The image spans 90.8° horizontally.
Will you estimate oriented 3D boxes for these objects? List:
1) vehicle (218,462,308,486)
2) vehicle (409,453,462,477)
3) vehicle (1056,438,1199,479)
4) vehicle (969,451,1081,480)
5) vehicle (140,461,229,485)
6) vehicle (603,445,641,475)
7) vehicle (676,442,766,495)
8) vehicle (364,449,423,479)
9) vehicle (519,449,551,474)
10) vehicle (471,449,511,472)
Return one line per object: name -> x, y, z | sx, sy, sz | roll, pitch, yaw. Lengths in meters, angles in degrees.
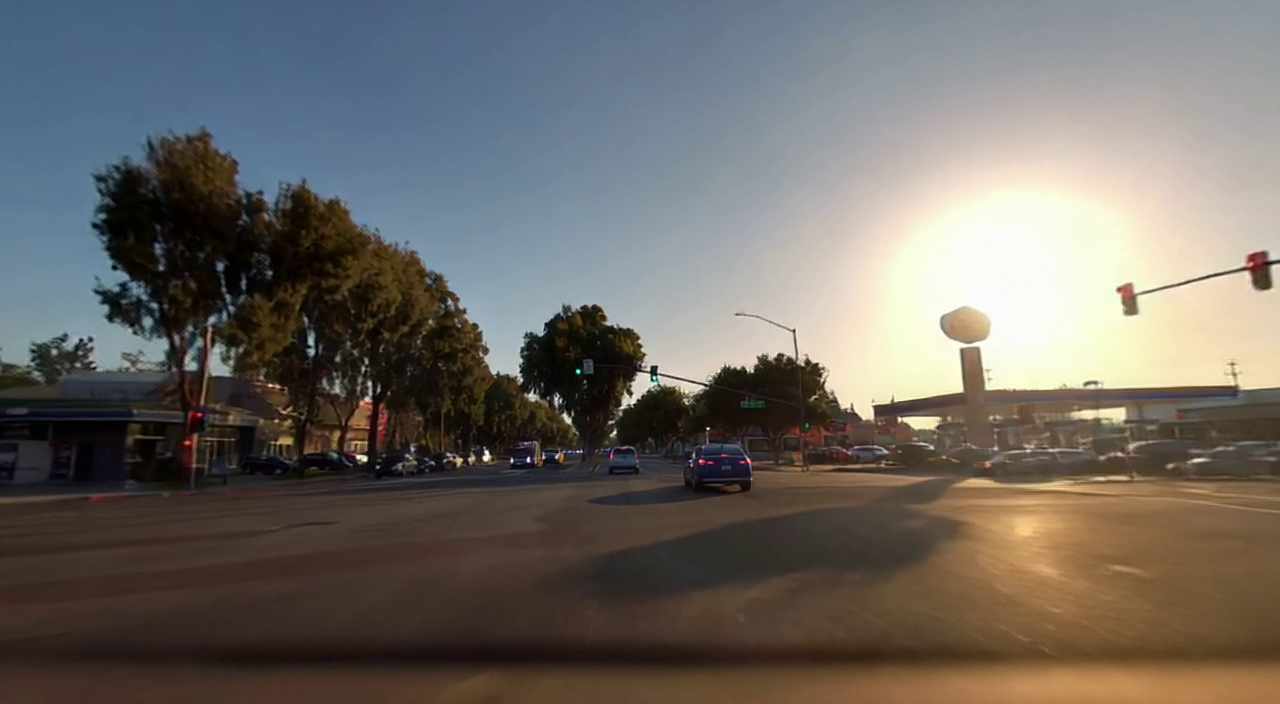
vehicle -> -23.621, 7.628, 39.679 | 4.428, 1.416, 1.759 | 0, -9, -1
vehicle -> -14.091, 7.797, 43.859 | 2.186, 1.532, 5.087 | 0, -9, -2
vehicle -> 22.365, 4.899, 29.102 | 4.950, 1.760, 2.213 | 1, -9, -8
vehicle -> 20.610, 6.083, 33.983 | 4.637, 1.443, 2.050 | 0, -8, 0
vehicle -> -30.136, 8.024, 41.901 | 4.323, 1.445, 2.002 | 1, -9, -2
vehicle -> -1.091, 6.165, 36.271 | 2.029, 1.605, 3.827 | 1, -9, -3
vehicle -> 2.447, 3.696, 20.378 | 2.061, 1.487, 4.462 | 1, -9, -3
vehicle -> -17.347, 7.876, 44.778 | 2.191, 1.926, 5.787 | 1, -9, -4
vehicle -> -7.048, 7.269, 42.124 | 1.972, 1.466, 4.493 | 2, -8, -11
vehicle -> -10.739, 7.830, 45.745 | 2.165, 1.557, 4.515 | 1, -9, -5
